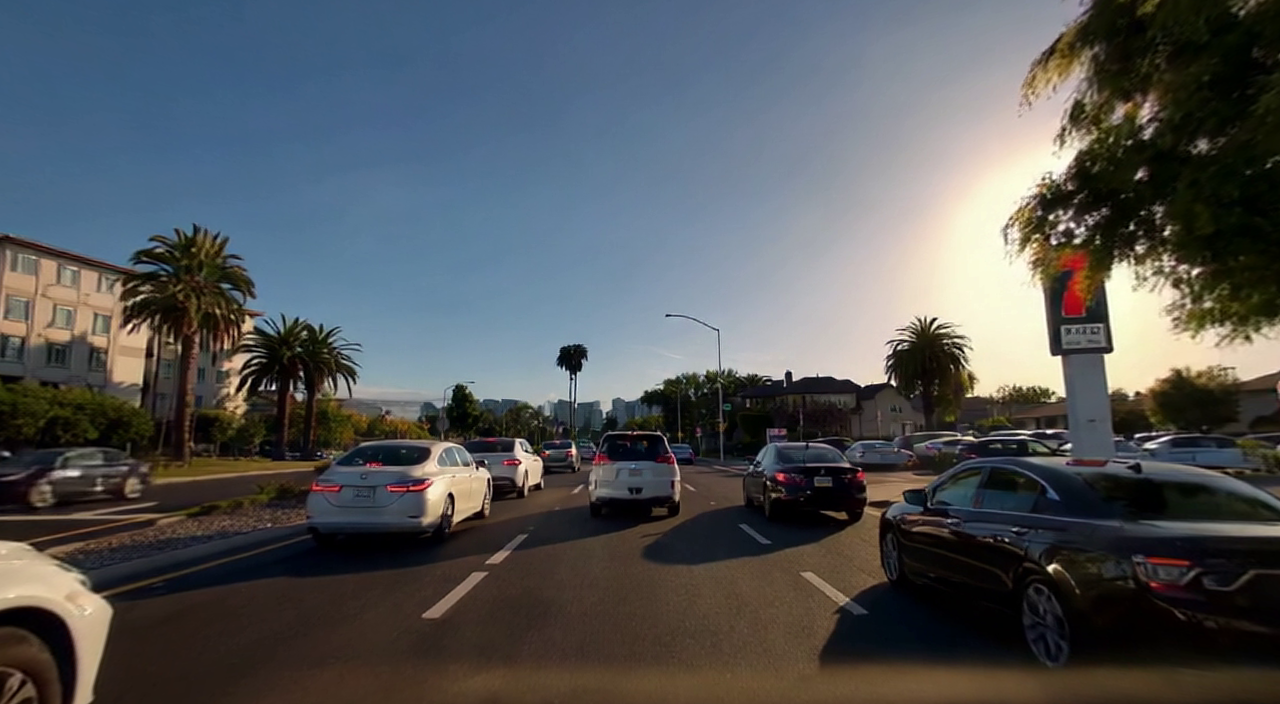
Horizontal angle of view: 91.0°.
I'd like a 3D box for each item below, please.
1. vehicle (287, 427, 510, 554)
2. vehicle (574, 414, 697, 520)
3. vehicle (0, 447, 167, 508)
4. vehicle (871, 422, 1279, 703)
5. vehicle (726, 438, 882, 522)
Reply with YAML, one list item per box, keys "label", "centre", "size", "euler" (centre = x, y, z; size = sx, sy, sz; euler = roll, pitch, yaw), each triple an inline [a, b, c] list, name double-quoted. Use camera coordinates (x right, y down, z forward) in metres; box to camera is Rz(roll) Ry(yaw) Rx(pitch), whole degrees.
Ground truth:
- label: "vehicle"
  centre: [-3.328, 1.970, 9.708]
  size: [1.864, 1.505, 4.202]
  euler: [0, -8, -2]
- label: "vehicle"
  centre: [-0.114, 2.346, 13.307]
  size: [2.164, 1.867, 4.254]
  euler: [0, -8, -1]
- label: "vehicle"
  centre: [-16.166, 3.480, 18.008]
  size: [1.813, 1.480, 4.486]
  euler: [0, -8, -1]
- label: "vehicle"
  centre: [3.585, 1.350, 4.878]
  size: [1.867, 1.448, 4.436]
  euler: [0, -8, 0]
- label: "vehicle"
  centre: [3.272, 2.631, 13.633]
  size: [1.977, 1.480, 4.589]
  euler: [0, -8, -2]
